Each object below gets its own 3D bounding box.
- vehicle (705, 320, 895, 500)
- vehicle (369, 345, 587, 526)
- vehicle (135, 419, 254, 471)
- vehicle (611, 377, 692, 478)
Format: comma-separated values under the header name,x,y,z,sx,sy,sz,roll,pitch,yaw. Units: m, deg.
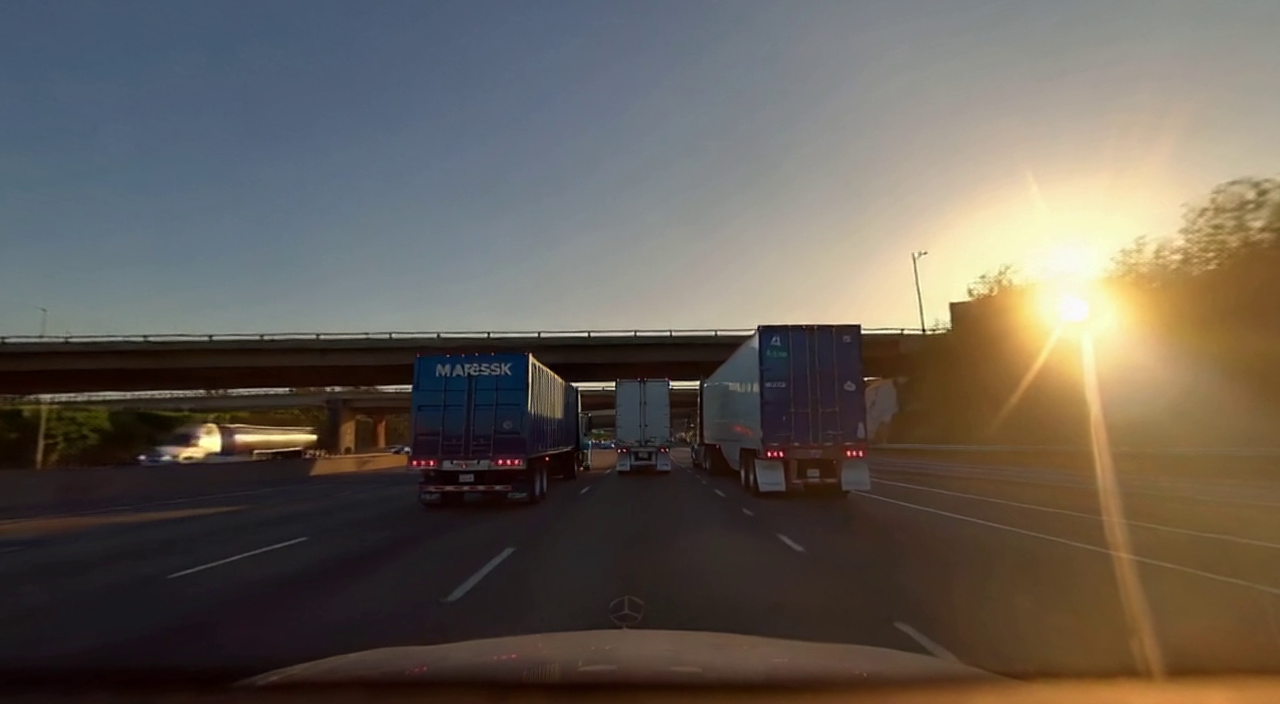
name,x,y,z,sx,sy,sz,roll,pitch,yaw
vehicle,4.450,2.359,21.988,2.887,4.178,14.553,0,-8,0
vehicle,-3.356,2.268,16.883,2.786,3.228,11.082,0,-8,1
vehicle,-34.784,7.295,49.808,3.097,3.716,8.360,0,-8,1
vehicle,0.533,4.207,33.343,3.097,3.856,18.209,0,-8,1
